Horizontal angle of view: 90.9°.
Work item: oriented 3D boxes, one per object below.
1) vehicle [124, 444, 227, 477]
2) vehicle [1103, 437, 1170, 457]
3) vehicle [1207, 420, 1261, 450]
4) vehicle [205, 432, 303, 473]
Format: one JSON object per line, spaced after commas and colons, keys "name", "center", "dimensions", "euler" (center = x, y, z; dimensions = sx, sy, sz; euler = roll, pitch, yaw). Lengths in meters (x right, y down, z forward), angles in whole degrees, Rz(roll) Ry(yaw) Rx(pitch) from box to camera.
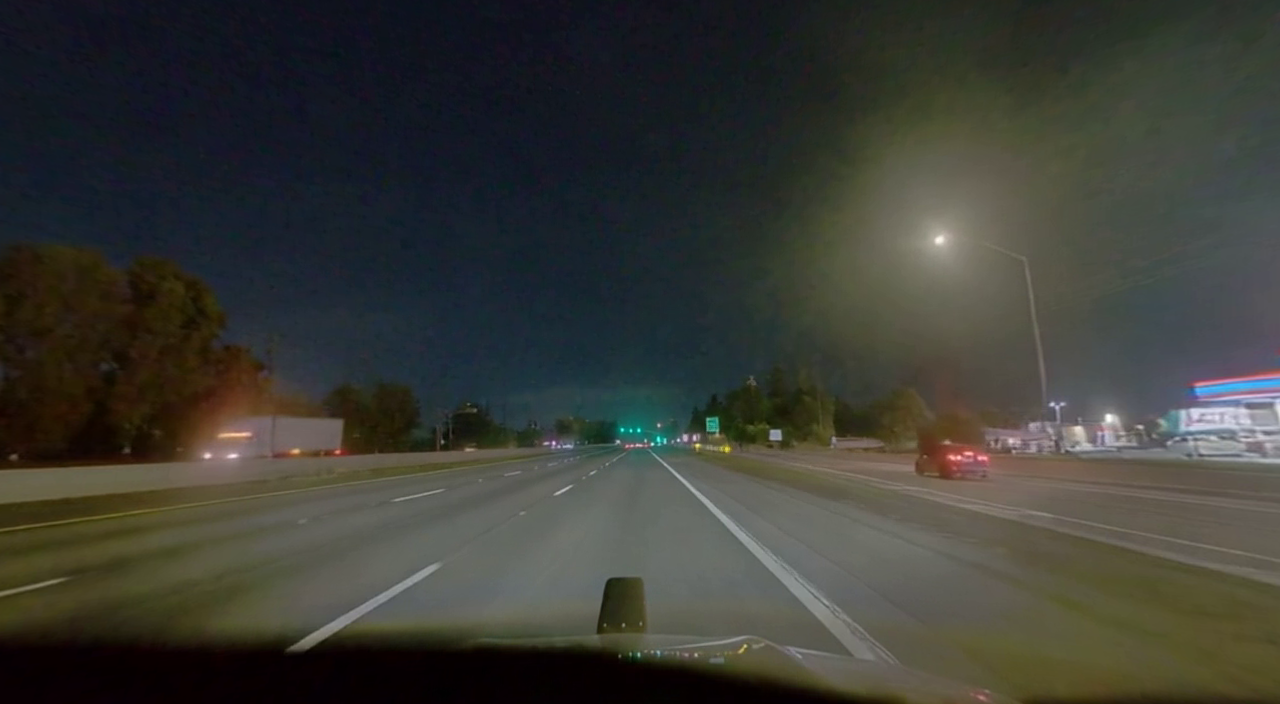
{"name": "vehicle", "center": [-25.140, 5.841, 34.373], "dimensions": [1.961, 1.634, 4.758], "euler": [0, -8, 0]}
{"name": "vehicle", "center": [34.915, 6.683, 44.348], "dimensions": [4.865, 1.367, 2.082], "euler": [5, -10, -32]}
{"name": "vehicle", "center": [39.836, 5.541, 42.276], "dimensions": [2.209, 1.949, 1.850], "euler": [4, -8, -28]}
{"name": "vehicle", "center": [-29.236, 7.594, 48.360], "dimensions": [2.256, 2.796, 8.592], "euler": [0, -7, -1]}
